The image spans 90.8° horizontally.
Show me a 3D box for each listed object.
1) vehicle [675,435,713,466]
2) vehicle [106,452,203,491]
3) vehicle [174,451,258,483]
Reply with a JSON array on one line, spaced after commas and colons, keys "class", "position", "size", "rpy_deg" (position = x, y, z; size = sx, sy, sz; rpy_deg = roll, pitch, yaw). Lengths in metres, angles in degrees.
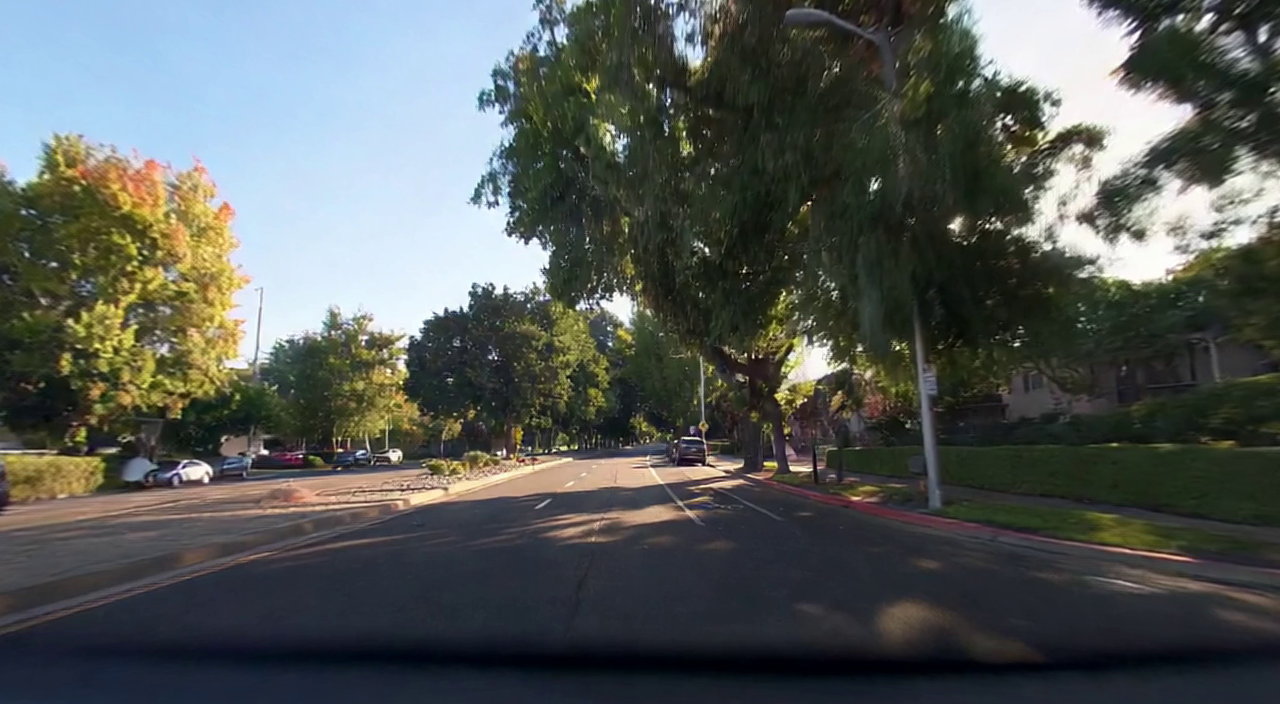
[{"class": "vehicle", "position": [3.131, 5.834, 37.441], "size": [2.013, 1.710, 4.403], "rpy_deg": [0, -9, 2]}, {"class": "vehicle", "position": [-24.820, 6.102, 32.508], "size": [1.864, 1.575, 4.149], "rpy_deg": [-3, -7, -3]}, {"class": "vehicle", "position": [-24.997, 6.754, 37.478], "size": [1.999, 1.720, 4.253], "rpy_deg": [0, -9, 0]}]
